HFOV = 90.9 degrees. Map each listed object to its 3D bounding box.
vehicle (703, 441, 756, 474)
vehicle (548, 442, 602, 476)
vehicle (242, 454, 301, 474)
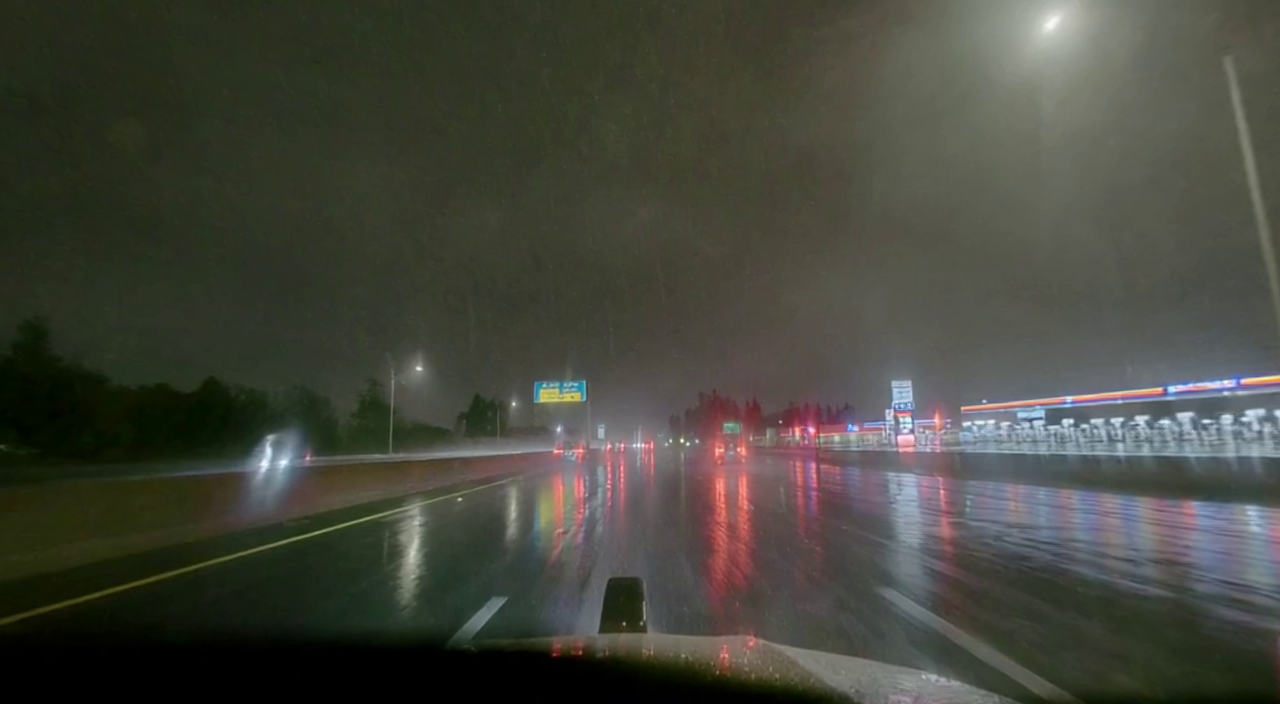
[{"bbox_3d":[4.377,5.250,31.612,1.909,1.467,4.940,0,-9,0],"label":"vehicle"},{"bbox_3d":[-3.080,5.165,30.807,2.114,1.510,4.186,-1,-9,1],"label":"vehicle"},{"bbox_3d":[-28.585,8.680,49.148,1.859,1.434,4.616,0,-9,-1],"label":"vehicle"}]
